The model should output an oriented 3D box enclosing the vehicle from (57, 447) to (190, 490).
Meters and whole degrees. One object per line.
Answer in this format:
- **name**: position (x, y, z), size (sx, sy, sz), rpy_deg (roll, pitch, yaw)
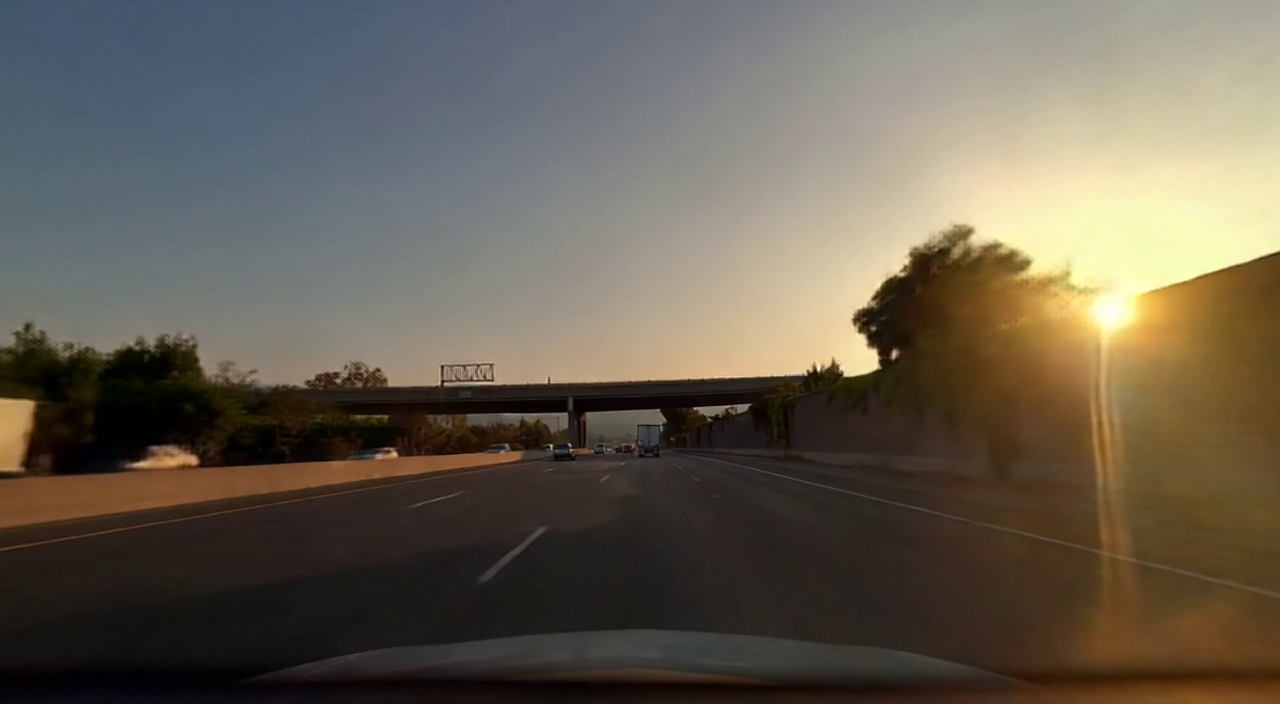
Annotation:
- **vehicle**: position (-27.909, 6.263, 34.453), size (2.375, 2.101, 5.754), rpy_deg (0, -8, 0)
